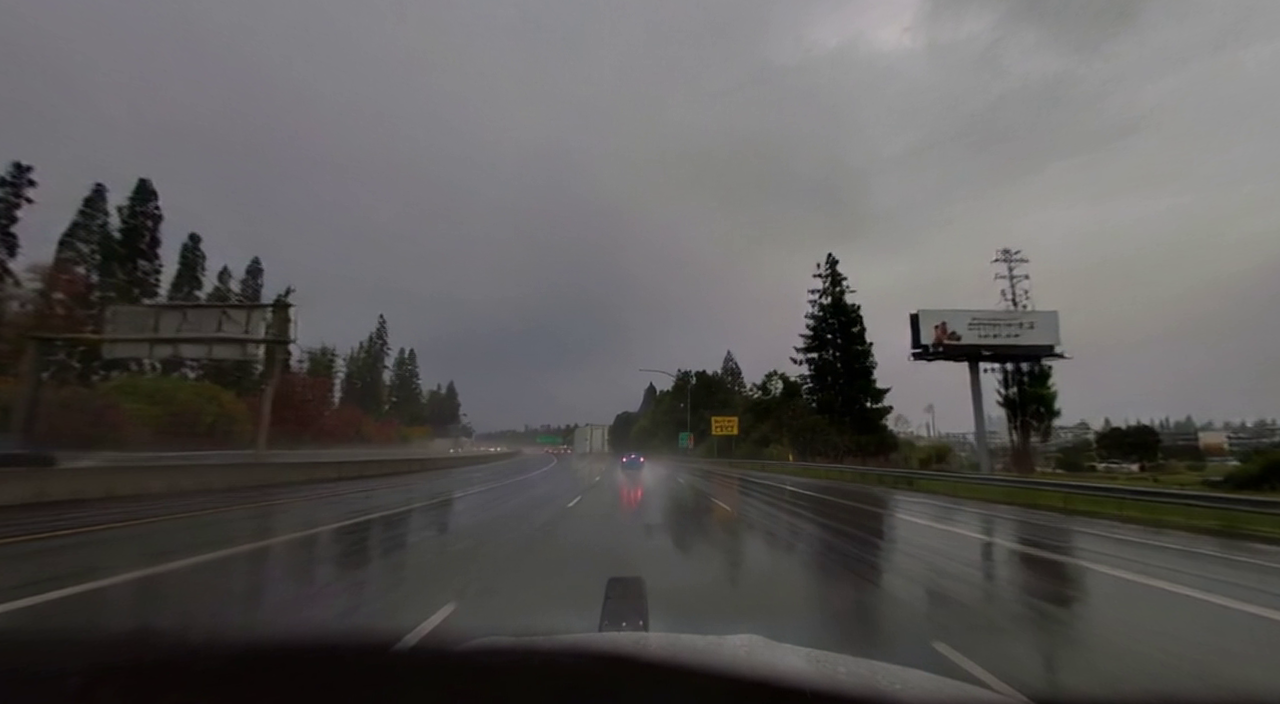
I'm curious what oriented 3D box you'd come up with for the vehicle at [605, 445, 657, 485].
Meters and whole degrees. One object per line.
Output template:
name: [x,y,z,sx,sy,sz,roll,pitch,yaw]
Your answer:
vehicle: [-0.428,4.754,26.863,2.042,1.528,4.300,0,-8,-2]
